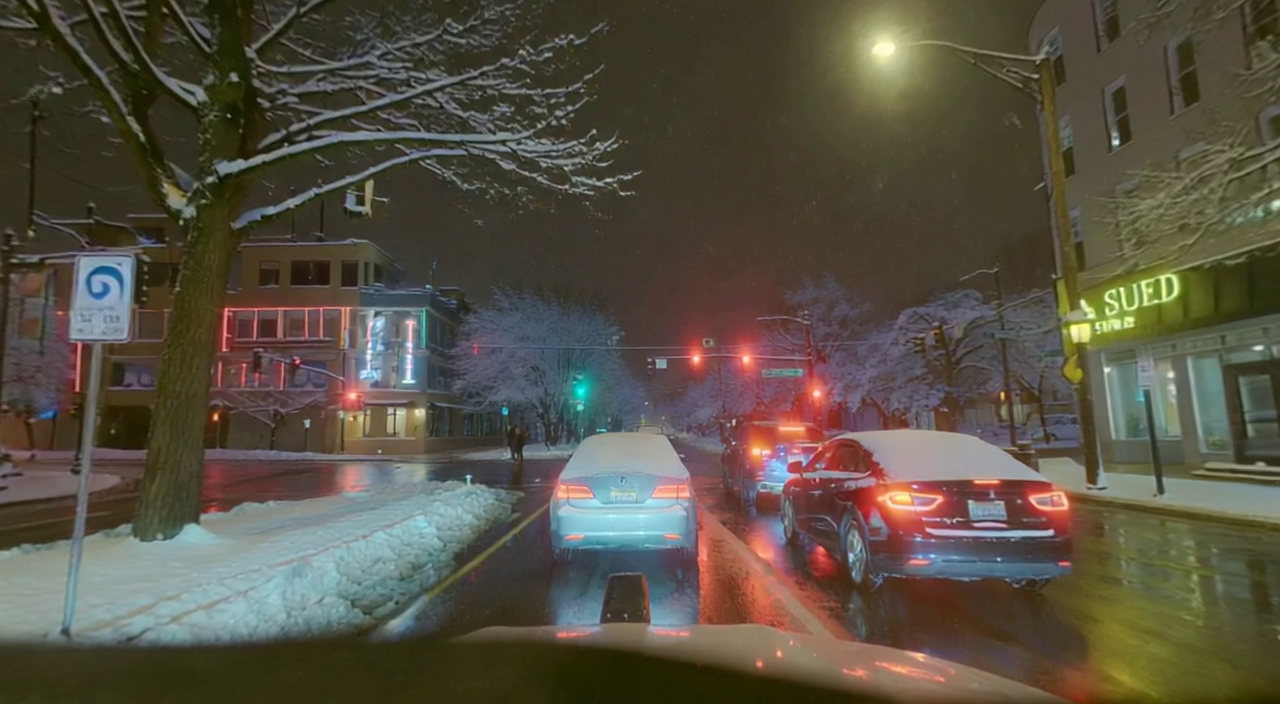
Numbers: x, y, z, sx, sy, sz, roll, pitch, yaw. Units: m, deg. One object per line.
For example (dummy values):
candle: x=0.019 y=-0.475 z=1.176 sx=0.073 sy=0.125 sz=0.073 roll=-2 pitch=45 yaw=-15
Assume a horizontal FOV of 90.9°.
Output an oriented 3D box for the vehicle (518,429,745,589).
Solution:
vehicle: x=-0.090 y=1.756 z=7.940 sx=2.087 sy=1.456 sz=4.143 roll=0 pitch=-8 yaw=0

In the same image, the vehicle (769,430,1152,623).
vehicle: x=2.906 y=1.650 z=7.010 sx=1.893 sy=1.446 sz=4.270 roll=0 pitch=-8 yaw=-2
